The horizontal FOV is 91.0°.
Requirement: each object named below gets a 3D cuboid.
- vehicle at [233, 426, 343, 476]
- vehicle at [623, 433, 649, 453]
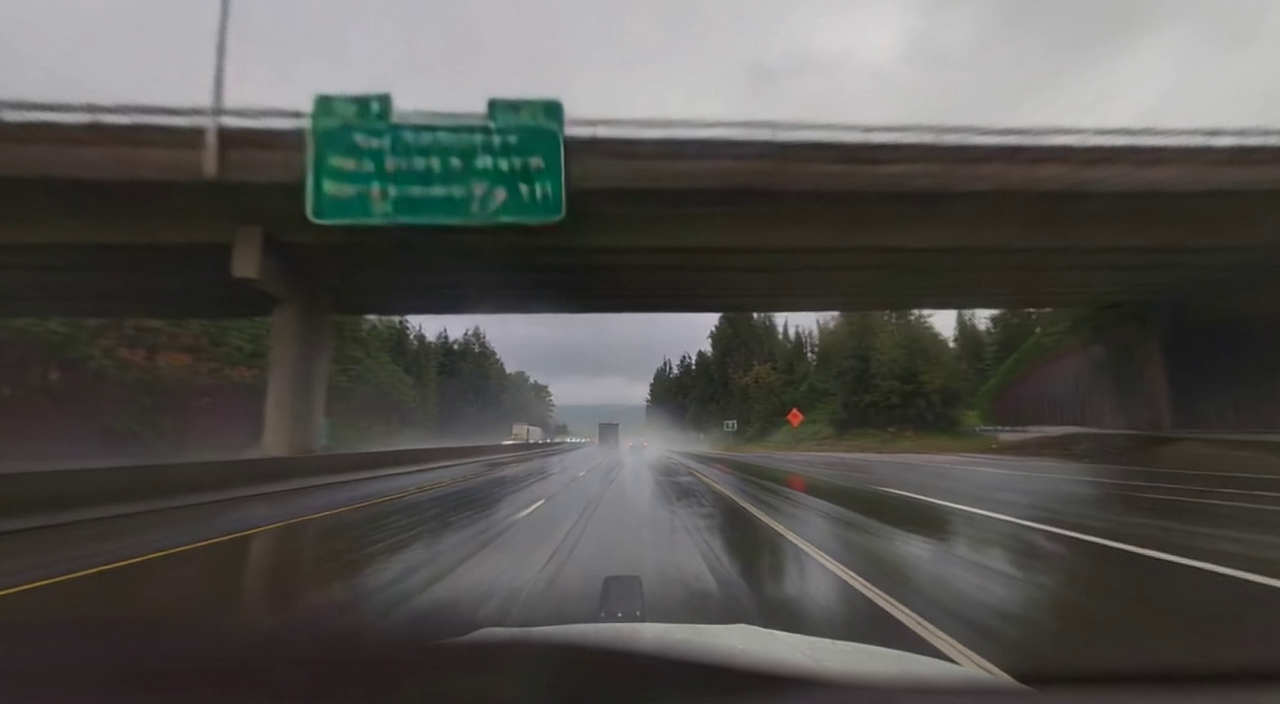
[{"bbox_3d":[-16.282,4.580,29.490,2.331,2.127,4.899,0,-8,0],"label":"vehicle"},{"bbox_3d":[-0.356,7.195,49.764,1.952,1.438,3.702,0,-8,-2],"label":"vehicle"}]
